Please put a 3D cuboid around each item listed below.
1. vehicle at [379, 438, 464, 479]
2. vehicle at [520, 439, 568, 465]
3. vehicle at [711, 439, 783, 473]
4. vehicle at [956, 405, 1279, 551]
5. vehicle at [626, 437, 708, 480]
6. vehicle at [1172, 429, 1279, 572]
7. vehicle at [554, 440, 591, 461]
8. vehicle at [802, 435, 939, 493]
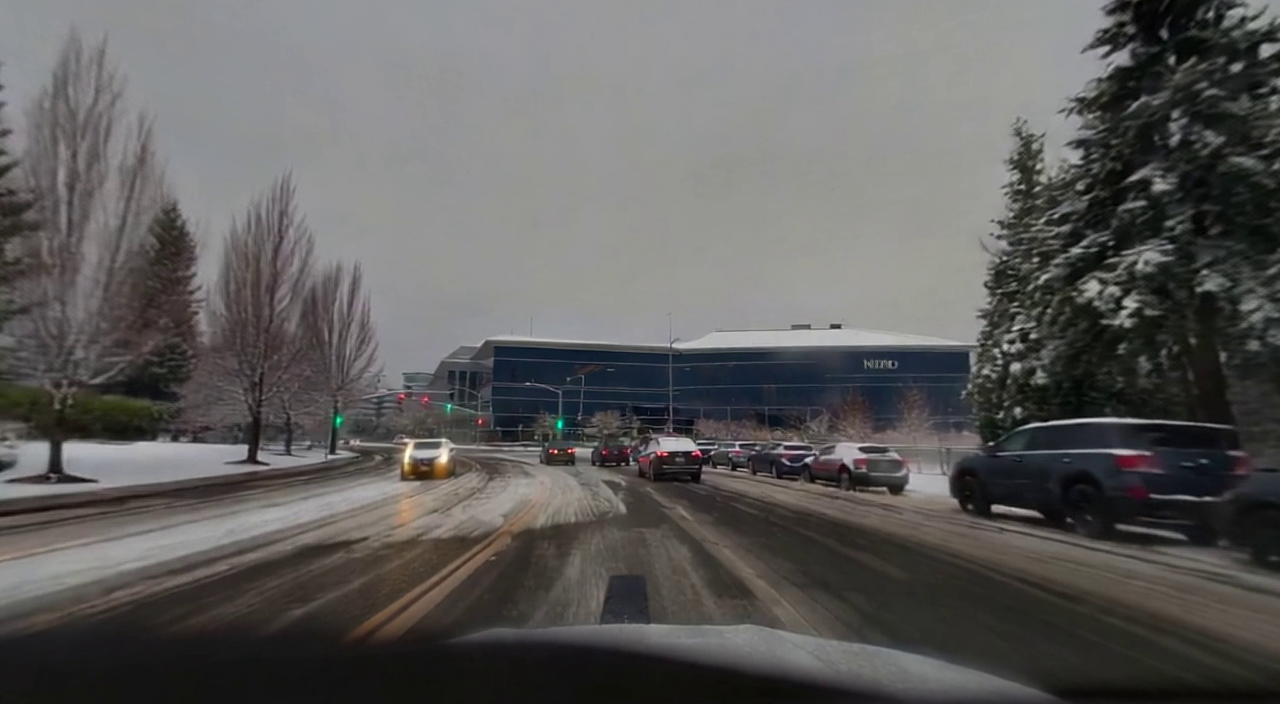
[{"bbox_3d":[-8.778,4.313,25.747,2.325,1.509,4.340,1,-9,-6],"label":"vehicle"},{"bbox_3d":[-6.234,6.406,40.569,2.308,1.535,4.811,2,-9,-17],"label":"vehicle"},{"bbox_3d":[4.896,4.814,29.515,1.820,1.450,4.408,2,-9,-12],"label":"vehicle"},{"bbox_3d":[7.330,1.862,9.965,2.070,1.758,4.392,1,-8,-5],"label":"vehicle"},{"bbox_3d":[0.914,4.105,24.548,2.280,1.472,4.426,1,-9,-10],"label":"vehicle"},{"bbox_3d":[7.525,1.371,5.417,1.972,1.429,4.487,2,-10,0],"label":"vehicle"},{"bbox_3d":[-5.129,7.415,47.585,1.957,1.463,4.701,2,-9,-16],"label":"vehicle"},{"bbox_3d":[6.615,3.264,18.757,1.890,1.488,4.567,1,-9,-7],"label":"vehicle"}]
